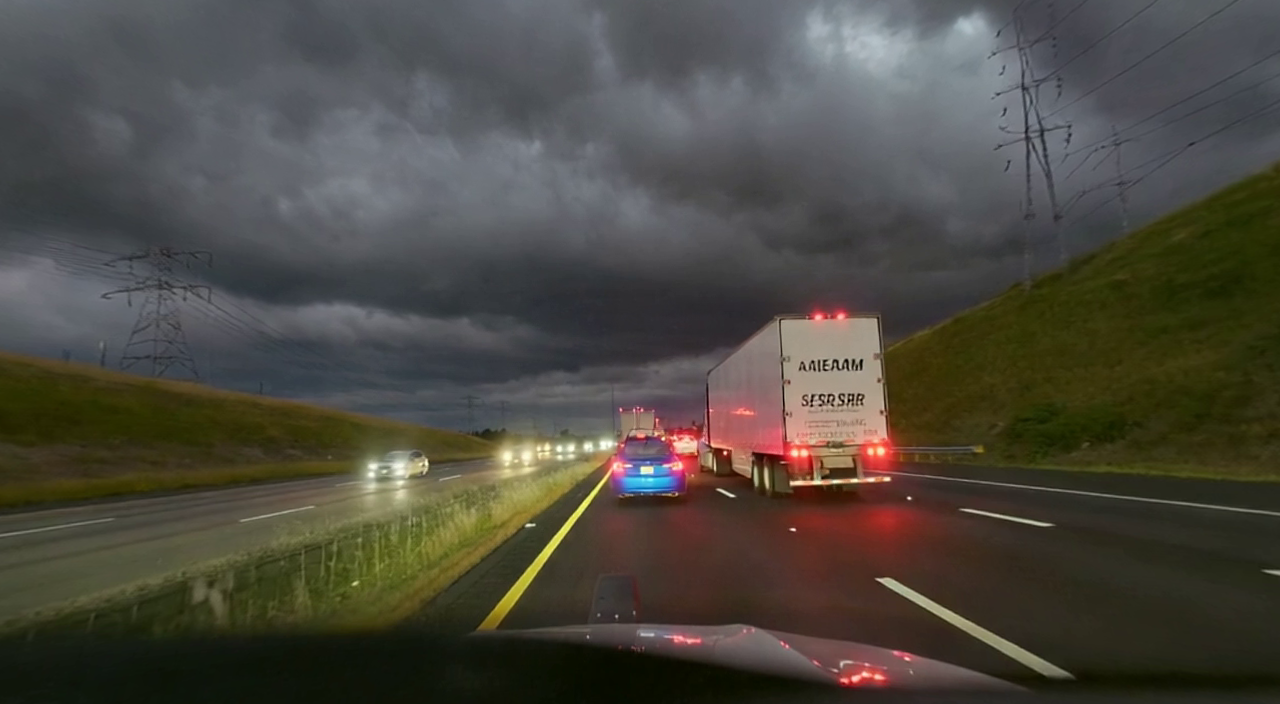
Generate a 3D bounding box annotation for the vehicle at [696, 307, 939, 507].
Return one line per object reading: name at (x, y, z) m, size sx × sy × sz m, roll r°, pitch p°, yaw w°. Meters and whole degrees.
vehicle at (4.238, 2.085, 20.004) m, size 3.138 × 4.065 × 14.276 m, roll 0°, pitch -8°, yaw -2°

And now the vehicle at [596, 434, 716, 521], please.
vehicle at (0.255, 2.397, 12.579) m, size 2.045 × 1.446 × 3.597 m, roll -1°, pitch -8°, yaw -1°

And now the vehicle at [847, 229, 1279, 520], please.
vehicle at (8.658, 1.128, 15.084) m, size 2.845 × 4.146 × 12.401 m, roll 0°, pitch -8°, yaw -2°

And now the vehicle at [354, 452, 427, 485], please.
vehicle at (-12.347, 5.765, 31.452) m, size 1.918 × 1.457 × 4.106 m, roll -1°, pitch -8°, yaw 1°

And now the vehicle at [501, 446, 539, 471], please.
vehicle at (-8.359, 7.391, 44.001) m, size 1.926 × 1.606 × 3.853 m, roll -1°, pitch -8°, yaw 0°
